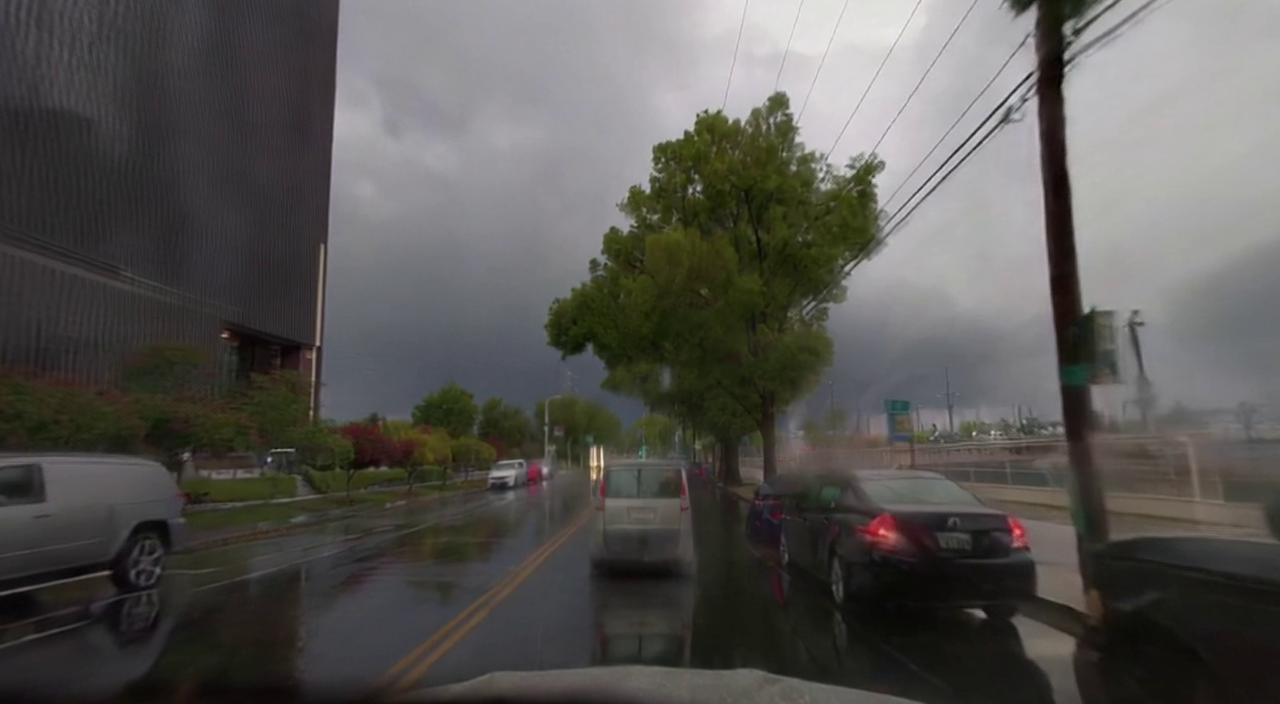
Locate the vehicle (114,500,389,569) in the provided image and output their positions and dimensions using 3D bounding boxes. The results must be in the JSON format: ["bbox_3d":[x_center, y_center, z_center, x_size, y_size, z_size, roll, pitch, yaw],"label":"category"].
[{"bbox_3d":[-6.827,3.324,11.901,2.223,0.774,4.789,1,-10,0],"label":"vehicle"}]

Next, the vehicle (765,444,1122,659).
[{"bbox_3d":[2.678,1.872,6.800,1.884,1.566,4.018,1,-11,1],"label":"vehicle"}]

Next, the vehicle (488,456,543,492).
[{"bbox_3d":[-6.560,6.538,33.494,2.024,1.654,4.396,-3,-12,0],"label":"vehicle"}]

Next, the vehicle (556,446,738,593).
[{"bbox_3d":[0.081,2.205,8.886,2.018,1.583,3.646,1,-11,0],"label":"vehicle"}]

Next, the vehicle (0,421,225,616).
[{"bbox_3d":[-6.715,1.690,6.319,1.994,1.701,4.520,-3,-12,-1],"label":"vehicle"}]

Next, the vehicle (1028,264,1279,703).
[{"bbox_3d":[2.752,0.512,0.602,1.868,1.920,4.501,1,-11,1],"label":"vehicle"}]
